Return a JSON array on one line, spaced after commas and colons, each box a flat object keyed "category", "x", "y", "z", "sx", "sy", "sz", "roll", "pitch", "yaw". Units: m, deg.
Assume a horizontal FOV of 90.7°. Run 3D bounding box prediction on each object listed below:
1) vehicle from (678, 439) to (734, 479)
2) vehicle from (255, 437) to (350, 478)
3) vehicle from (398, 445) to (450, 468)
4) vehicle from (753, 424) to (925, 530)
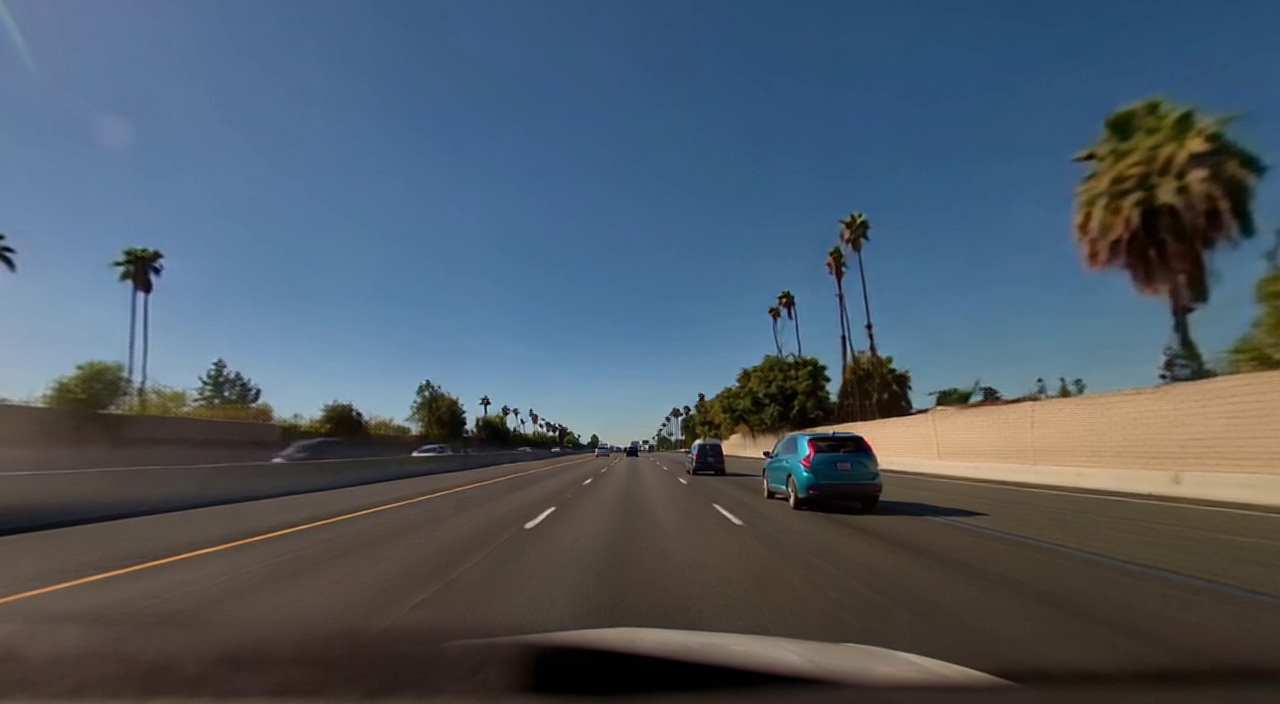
[{"category": "vehicle", "x": 2.997, "y": 4.964, "z": 29.549, "sx": 2.045, "sy": 1.688, "sz": 4.313, "roll": 0, "pitch": -9, "yaw": -2}, {"category": "vehicle", "x": -19.839, "y": 6.220, "z": 37.587, "sx": 2.314, "sy": 2.179, "sz": 5.976, "roll": 0, "pitch": -9, "yaw": 0}, {"category": "vehicle", "x": -15.980, "y": 7.736, "z": 47.111, "sx": 2.018, "sy": 1.635, "sz": 5.236, "roll": 0, "pitch": -9, "yaw": 0}, {"category": "vehicle", "x": 3.580, "y": 2.323, "z": 12.329, "sx": 1.910, "sy": 1.696, "sz": 4.187, "roll": 0, "pitch": -9, "yaw": -1}]
